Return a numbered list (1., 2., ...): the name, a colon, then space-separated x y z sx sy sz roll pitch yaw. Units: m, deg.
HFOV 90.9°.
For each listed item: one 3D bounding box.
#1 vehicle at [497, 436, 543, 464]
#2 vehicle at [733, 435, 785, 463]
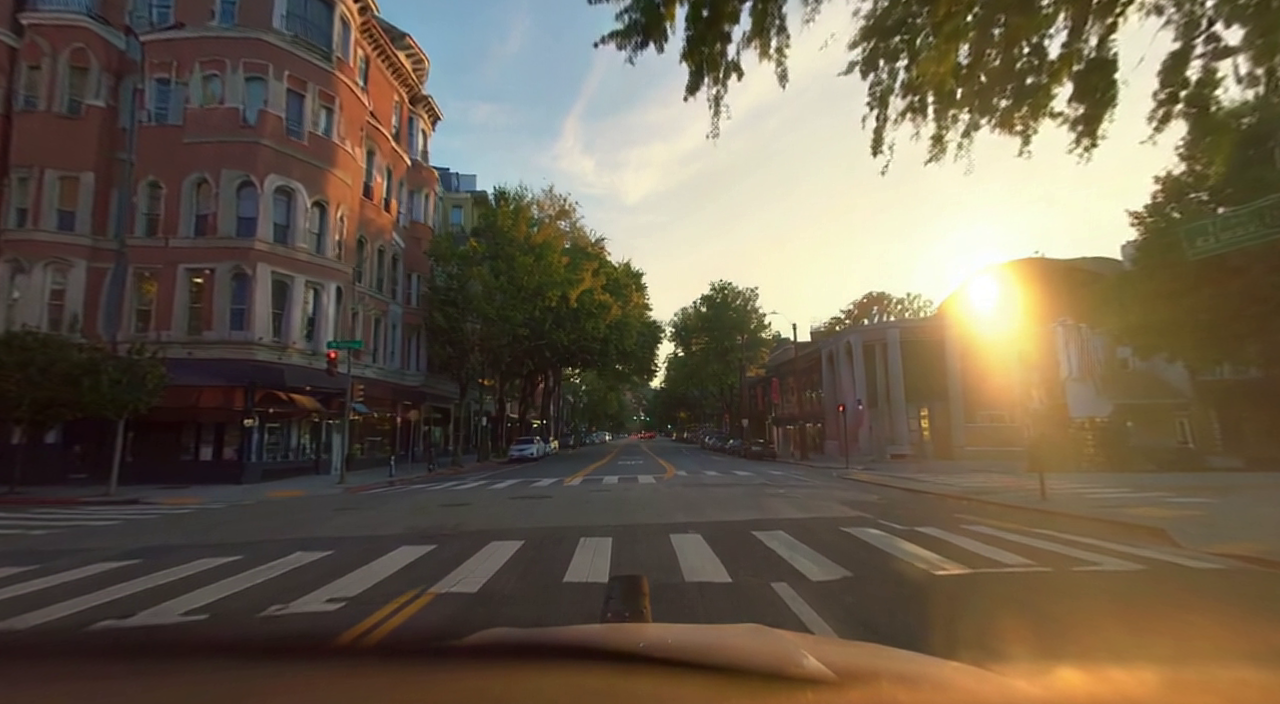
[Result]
1. vehicle: -7.249 5.933 38.400 2.127 1.533 4.547 -1 -8 -3
2. vehicle: 6.937 5.711 37.259 1.997 1.510 4.455 1 -8 -2
